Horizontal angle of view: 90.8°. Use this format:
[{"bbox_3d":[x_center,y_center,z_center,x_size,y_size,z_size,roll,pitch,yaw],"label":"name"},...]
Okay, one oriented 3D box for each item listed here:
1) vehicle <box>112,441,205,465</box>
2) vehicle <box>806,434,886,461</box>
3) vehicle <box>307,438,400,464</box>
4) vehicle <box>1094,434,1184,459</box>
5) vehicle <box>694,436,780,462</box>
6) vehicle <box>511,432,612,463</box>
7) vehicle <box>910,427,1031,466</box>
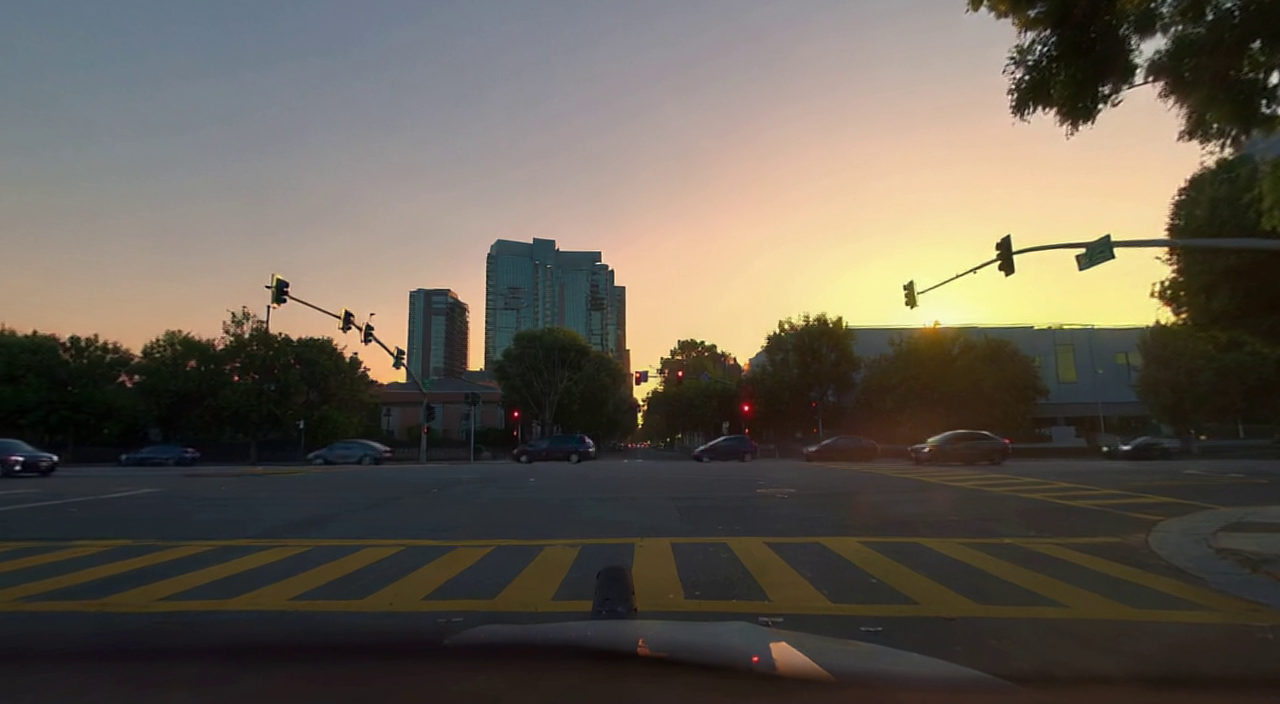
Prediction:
[{"bbox_3d":[-30.753,6.454,40.411,4.443,1.472,1.794,0,-9,-1],"label":"vehicle"},{"bbox_3d":[13.227,6.168,40.823,4.488,1.667,1.869,0,-9,1],"label":"vehicle"},{"bbox_3d":[-16.670,5.783,36.889,4.519,1.476,1.767,0,-9,0],"label":"vehicle"},{"bbox_3d":[31.778,6.048,40.270,4.100,1.509,1.853,0,-9,0],"label":"vehicle"},{"bbox_3d":[5.648,5.719,37.198,4.724,1.452,1.870,0,-9,1],"label":"vehicle"},{"bbox_3d":[-4.901,6.085,40.230,6.133,1.833,2.155,-1,-9,2],"label":"vehicle"},{"bbox_3d":[15.869,4.554,30.535,4.662,1.764,2.064,0,-9,-3],"label":"vehicle"}]
